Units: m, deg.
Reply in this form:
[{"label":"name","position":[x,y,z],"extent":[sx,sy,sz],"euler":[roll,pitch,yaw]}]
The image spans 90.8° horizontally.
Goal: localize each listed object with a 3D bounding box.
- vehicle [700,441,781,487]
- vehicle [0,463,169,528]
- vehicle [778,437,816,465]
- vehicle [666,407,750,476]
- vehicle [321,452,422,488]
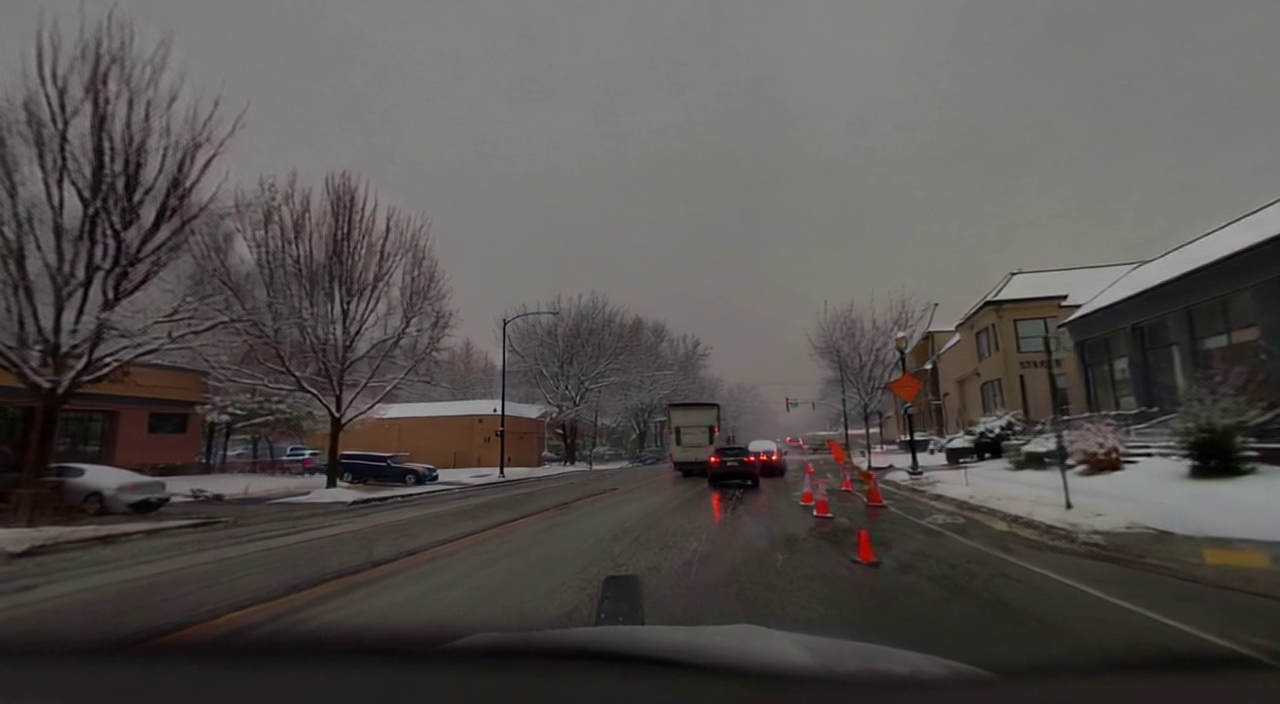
[{"label":"vehicle","position":[3.560,4.051,23.198],"extent":[2.159,1.506,4.086],"euler":[0,-8,-2]},{"label":"vehicle","position":[-16.130,3.881,17.436],"extent":[4.952,1.510,2.115],"euler":[-2,-9,11]},{"label":"vehicle","position":[11.845,7.441,47.491],"extent":[2.110,1.942,4.376],"euler":[-3,-9,22]},{"label":"vehicle","position":[4.327,5.222,36.606],"extent":[2.977,3.271,12.748],"euler":[-2,-9,14]},{"label":"vehicle","position":[-13.729,6.025,32.394],"extent":[4.397,1.698,1.932],"euler":[-2,-9,12]}]
